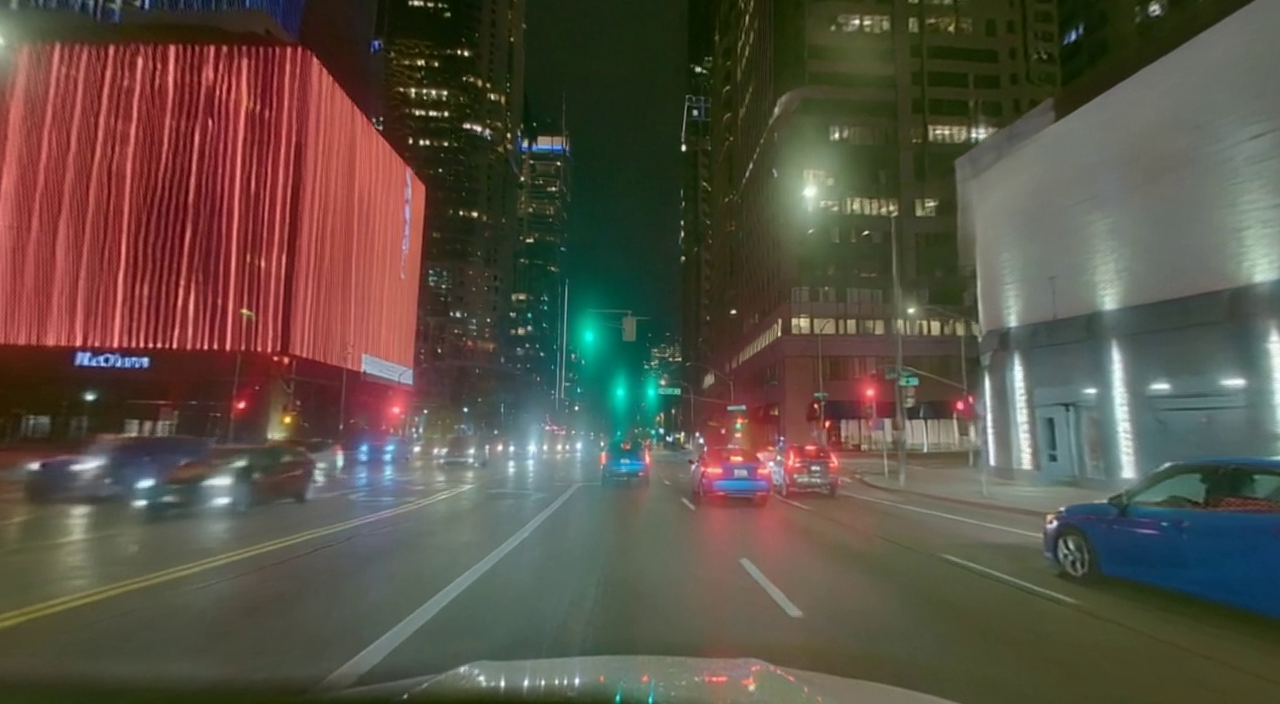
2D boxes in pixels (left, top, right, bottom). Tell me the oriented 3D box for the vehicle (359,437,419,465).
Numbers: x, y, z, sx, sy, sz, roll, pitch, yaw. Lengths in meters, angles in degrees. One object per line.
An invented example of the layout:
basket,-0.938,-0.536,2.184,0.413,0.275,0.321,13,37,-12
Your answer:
vehicle,-16.314,6.461,41.341,2.087,1.676,4.567,0,-9,-1

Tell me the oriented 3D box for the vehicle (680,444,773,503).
vehicle,2.368,3.472,18.540,1.987,1.484,4.427,0,-9,-2

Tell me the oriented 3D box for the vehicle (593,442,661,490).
vehicle,-0.433,3.880,21.801,2.096,1.457,4.160,0,-9,-1

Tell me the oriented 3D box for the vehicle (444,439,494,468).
vehicle,-10.243,6.095,38.114,1.879,1.637,4.100,0,-9,0

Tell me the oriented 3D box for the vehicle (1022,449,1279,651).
vehicle,5.710,1.582,5.395,1.914,1.484,4.639,0,-9,-1

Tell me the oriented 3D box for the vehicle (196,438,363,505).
vehicle,-9.594,3.194,17.363,1.960,1.568,4.511,0,-9,-1

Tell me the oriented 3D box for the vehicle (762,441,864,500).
vehicle,5.565,3.859,20.992,2.015,1.745,4.444,0,-9,-2

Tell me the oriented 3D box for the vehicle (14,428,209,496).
vehicle,-15.305,3.208,18.719,1.932,1.760,4.422,0,-9,-1
